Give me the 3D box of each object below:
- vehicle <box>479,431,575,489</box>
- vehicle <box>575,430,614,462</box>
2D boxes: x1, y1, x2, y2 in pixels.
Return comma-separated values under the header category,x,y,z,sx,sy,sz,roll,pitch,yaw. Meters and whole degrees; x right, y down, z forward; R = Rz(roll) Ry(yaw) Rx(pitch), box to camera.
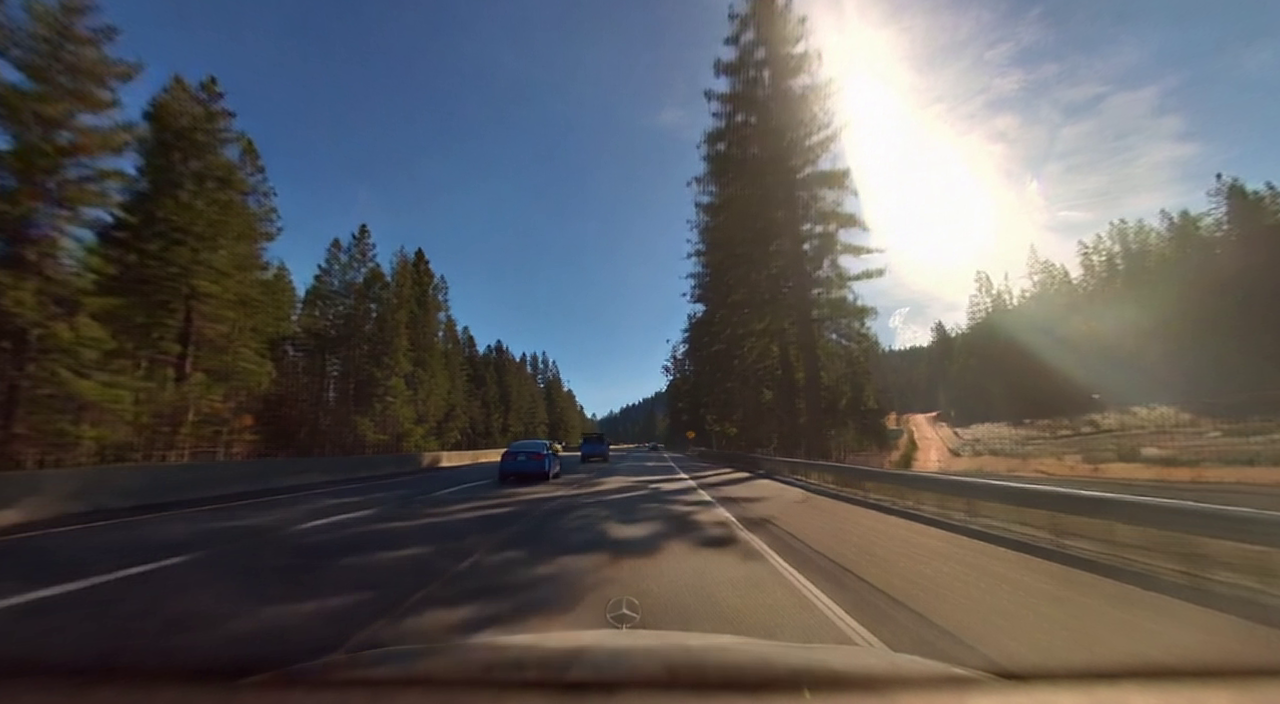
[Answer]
category,x,y,z,sx,sy,sz,roll,pitch,yaw
vehicle,-3.404,3.378,19.958,2.053,1.589,4.671,-1,-8,2
vehicle,-3.168,6.694,44.726,2.241,2.095,4.985,-1,-8,2
